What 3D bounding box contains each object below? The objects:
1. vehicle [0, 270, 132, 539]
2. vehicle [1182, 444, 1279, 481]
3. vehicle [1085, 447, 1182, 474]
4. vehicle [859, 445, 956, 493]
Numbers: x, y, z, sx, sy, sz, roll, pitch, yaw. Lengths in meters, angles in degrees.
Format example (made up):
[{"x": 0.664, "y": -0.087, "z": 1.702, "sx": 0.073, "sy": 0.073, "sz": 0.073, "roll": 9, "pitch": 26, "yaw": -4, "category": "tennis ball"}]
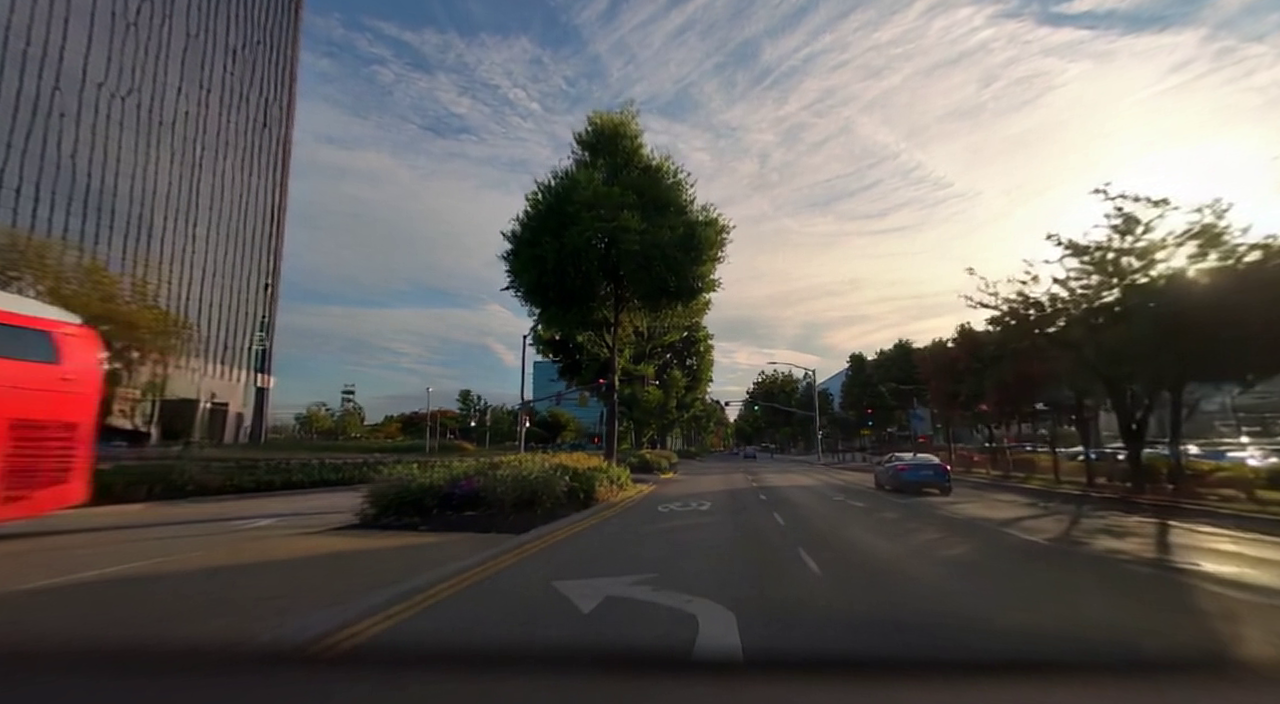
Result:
[{"x": -12.801, "y": 0.174, "z": 5.987, "sx": 3.110, "sy": 4.418, "sz": 13.688, "roll": -1, "pitch": -9, "yaw": 7, "category": "vehicle"}, {"x": 28.220, "y": 5.152, "z": 29.407, "sx": 3.824, "sy": 1.453, "sz": 1.894, "roll": -4, "pitch": -8, "yaw": 6, "category": "vehicle"}, {"x": 28.998, "y": 6.379, "z": 37.114, "sx": 3.896, "sy": 1.471, "sz": 1.936, "roll": -2, "pitch": -8, "yaw": 10, "category": "vehicle"}, {"x": 9.303, "y": 4.075, "z": 22.311, "sx": 1.993, "sy": 1.501, "sz": 4.127, "roll": -1, "pitch": -9, "yaw": 6, "category": "vehicle"}]
